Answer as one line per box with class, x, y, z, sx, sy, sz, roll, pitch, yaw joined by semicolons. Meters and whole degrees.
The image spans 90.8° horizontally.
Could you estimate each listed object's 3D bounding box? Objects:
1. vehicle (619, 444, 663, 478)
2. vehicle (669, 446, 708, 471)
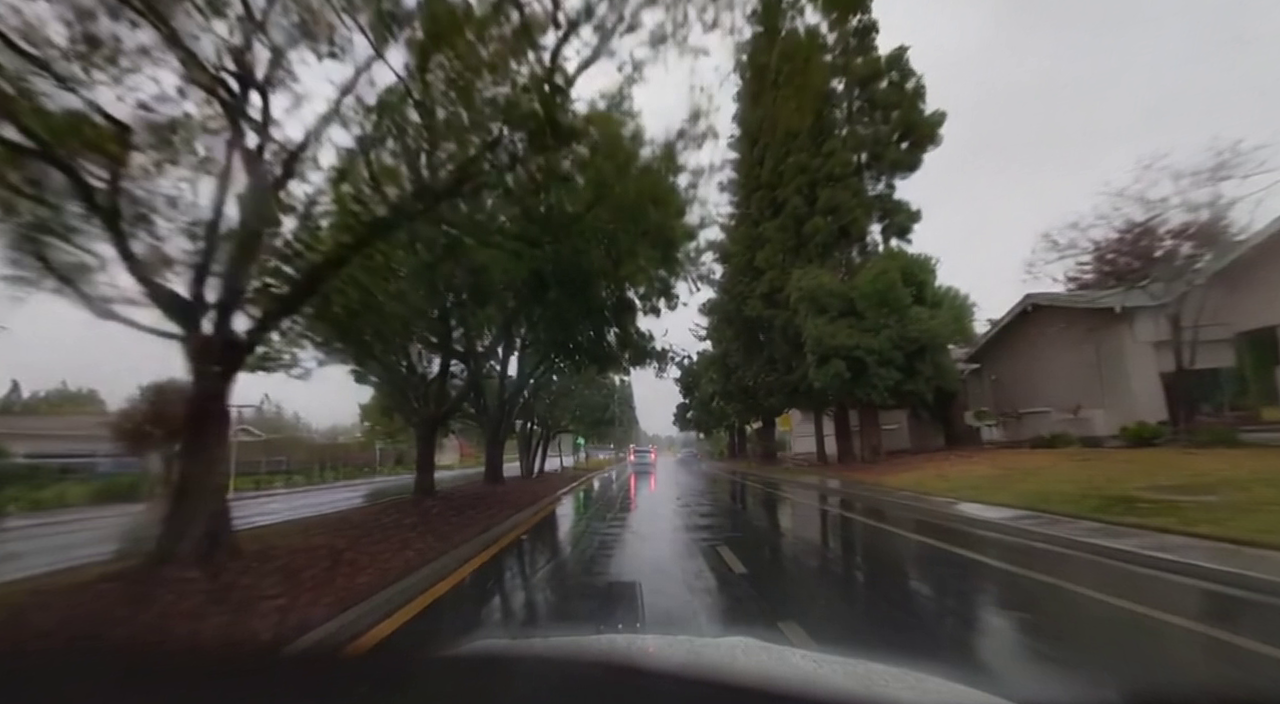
vehicle;0.085;5.323;31.102;2.018;1.511;3.993;0;-8;1
vehicle;3.029;6.732;40.154;2.057;1.496;4.401;0;-8;-1
